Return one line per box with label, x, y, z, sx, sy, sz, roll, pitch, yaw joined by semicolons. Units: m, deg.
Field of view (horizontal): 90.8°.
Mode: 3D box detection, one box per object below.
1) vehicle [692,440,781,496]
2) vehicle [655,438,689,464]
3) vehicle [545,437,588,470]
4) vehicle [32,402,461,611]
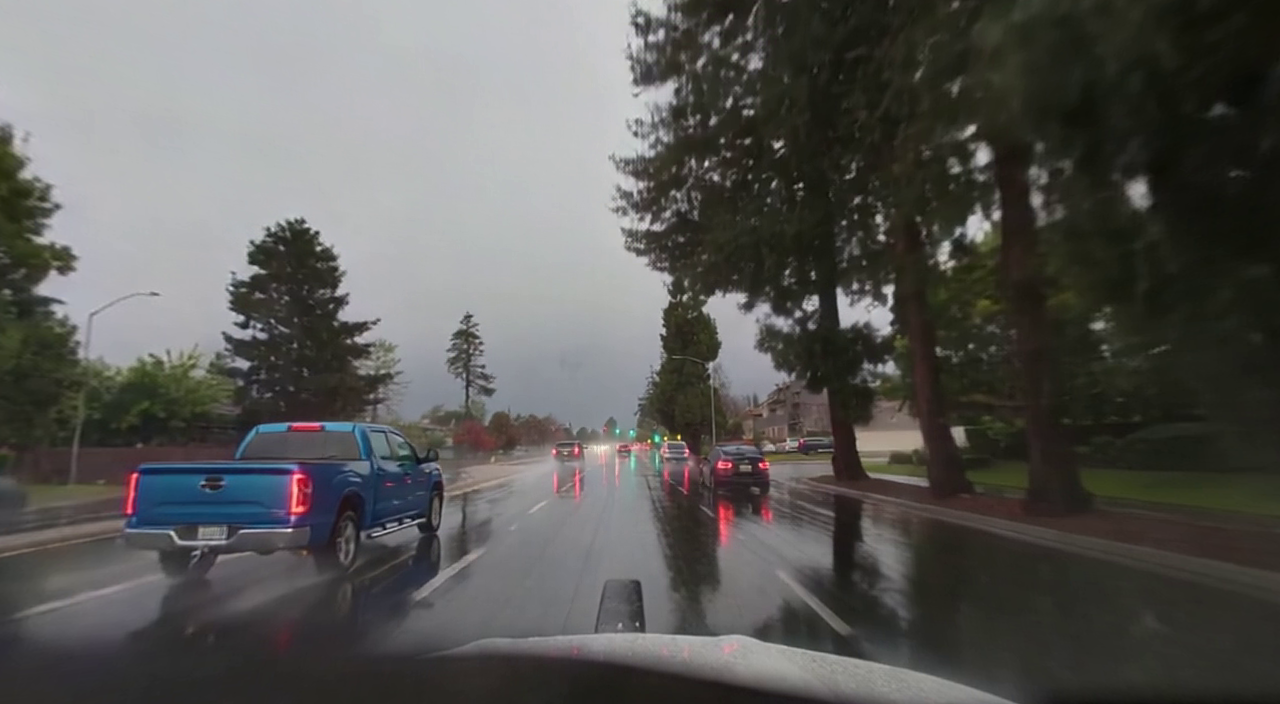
vehicle;2.760;3.418;19.094;1.884;1.463;4.195;0;-8;-2
vehicle;2.386;7.435;47.649;2.099;1.845;4.363;0;-8;-3
vehicle;-4.438;6.202;38.811;2.218;1.829;4.492;0;-8;-1
vehicle;-4.076;1.683;8.041;2.111;1.745;5.274;0;-8;-1
